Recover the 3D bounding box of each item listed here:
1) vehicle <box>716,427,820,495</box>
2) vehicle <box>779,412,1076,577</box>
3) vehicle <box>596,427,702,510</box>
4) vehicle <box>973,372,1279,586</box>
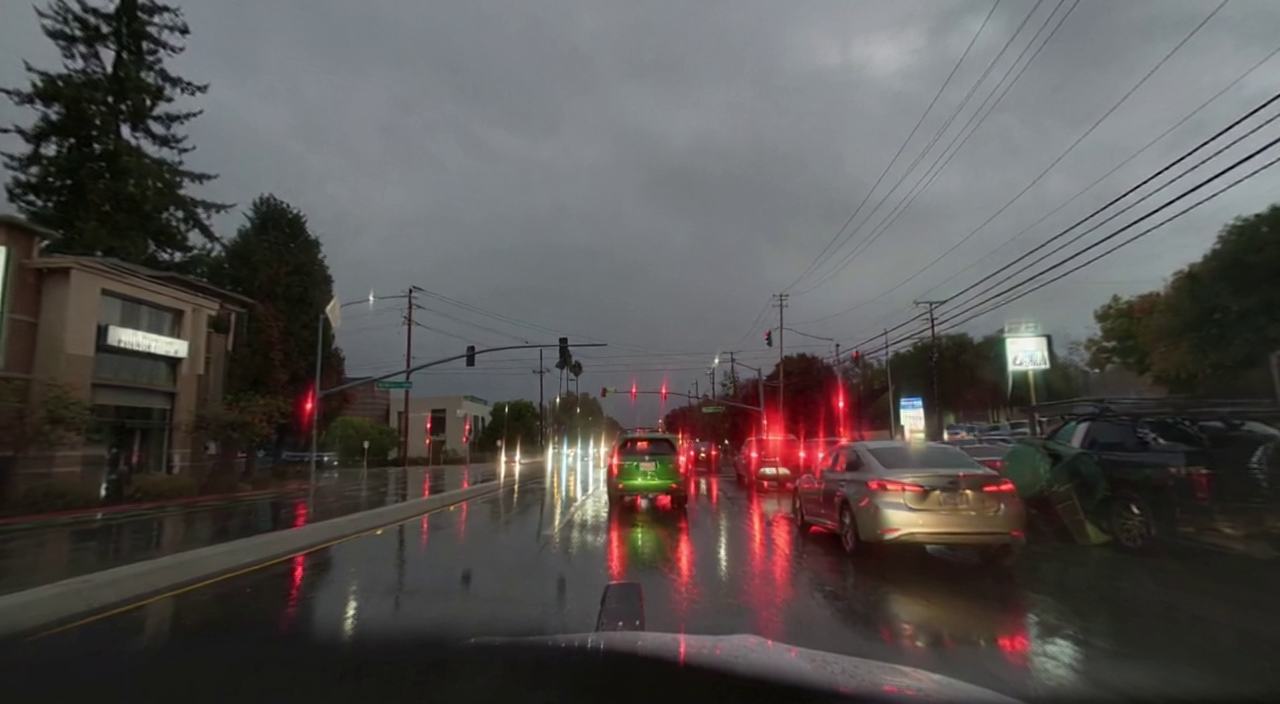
[{"bbox_3d":[3.696,3.240,19.178,2.060,1.789,4.712,0,-9,-1],"label":"vehicle"},{"bbox_3d":[3.322,1.736,8.457,1.998,1.620,4.267,0,-9,1],"label":"vehicle"},{"bbox_3d":[0.180,2.665,14.852,2.149,1.668,3.962,0,-9,0],"label":"vehicle"},{"bbox_3d":[6.675,1.499,8.204,2.080,1.958,4.653,0,-9,-1],"label":"vehicle"}]
